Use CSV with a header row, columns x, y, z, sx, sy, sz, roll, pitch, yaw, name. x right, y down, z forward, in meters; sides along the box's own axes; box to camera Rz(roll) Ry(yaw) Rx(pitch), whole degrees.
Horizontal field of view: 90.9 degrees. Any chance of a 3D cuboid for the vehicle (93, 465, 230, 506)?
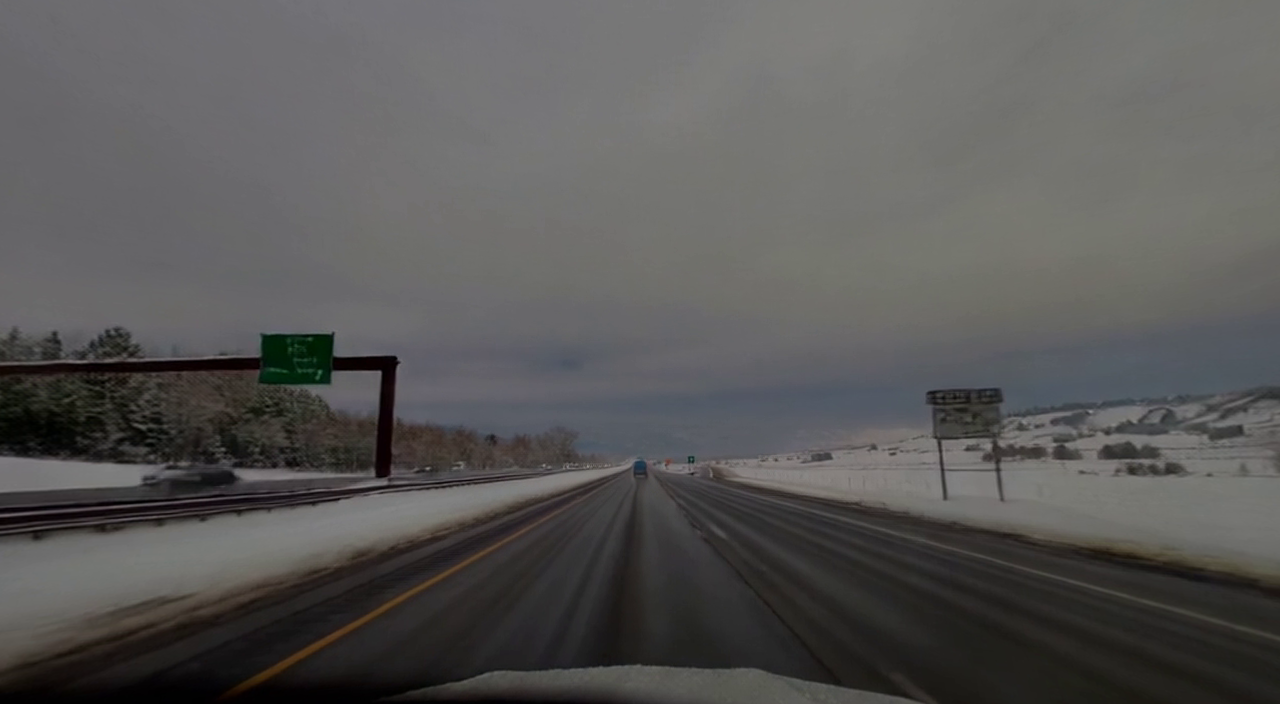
x,y,z,sx,sy,sz,roll,pitch,yaw,name
-19.166,5.339,25.558,1.862,1.447,4.666,1,-10,0,vehicle
